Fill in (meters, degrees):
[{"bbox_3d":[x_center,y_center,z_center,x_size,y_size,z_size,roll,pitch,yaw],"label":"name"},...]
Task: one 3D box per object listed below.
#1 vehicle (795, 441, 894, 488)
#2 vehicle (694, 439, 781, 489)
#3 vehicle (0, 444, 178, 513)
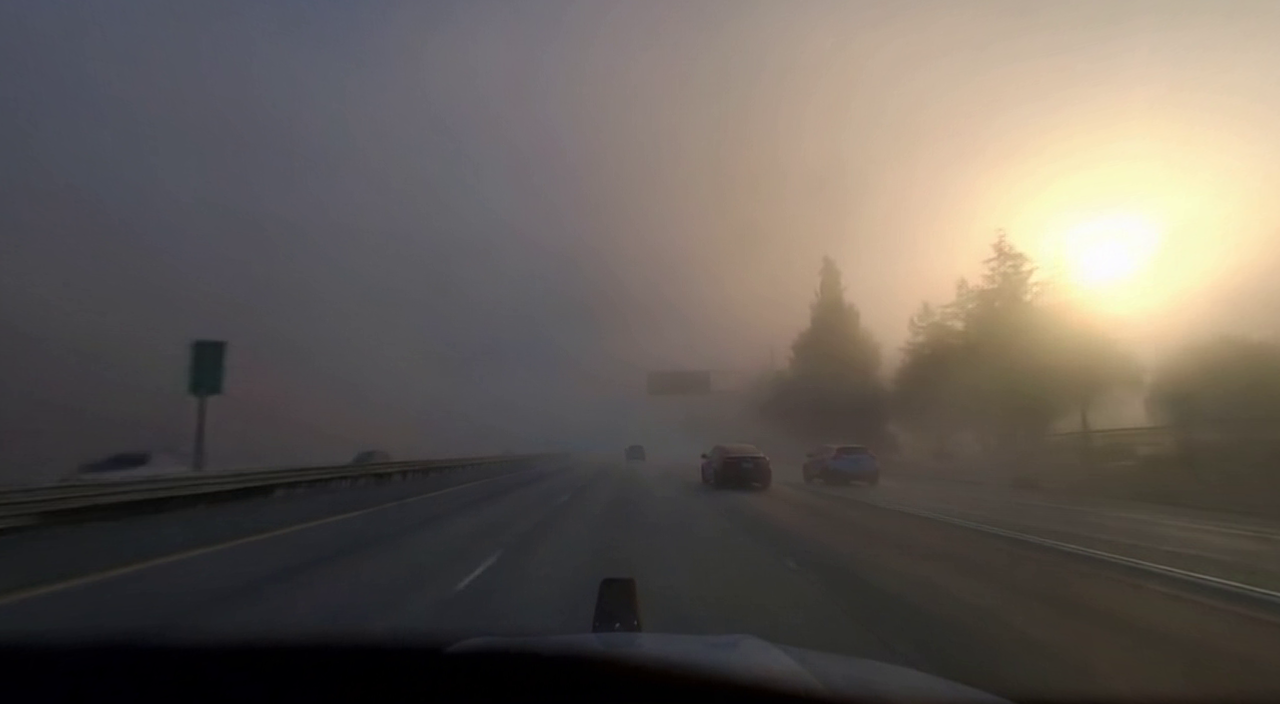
[{"bbox_3d":[7.158,3.960,22.657,1.946,1.497,4.467,0,-8,-1],"label":"vehicle"},{"bbox_3d":[3.149,3.736,21.465,2.076,1.472,4.562,0,-8,-2],"label":"vehicle"},{"bbox_3d":[-16.075,3.495,18.156,1.923,1.600,4.960,1,-8,-1],"label":"vehicle"}]
